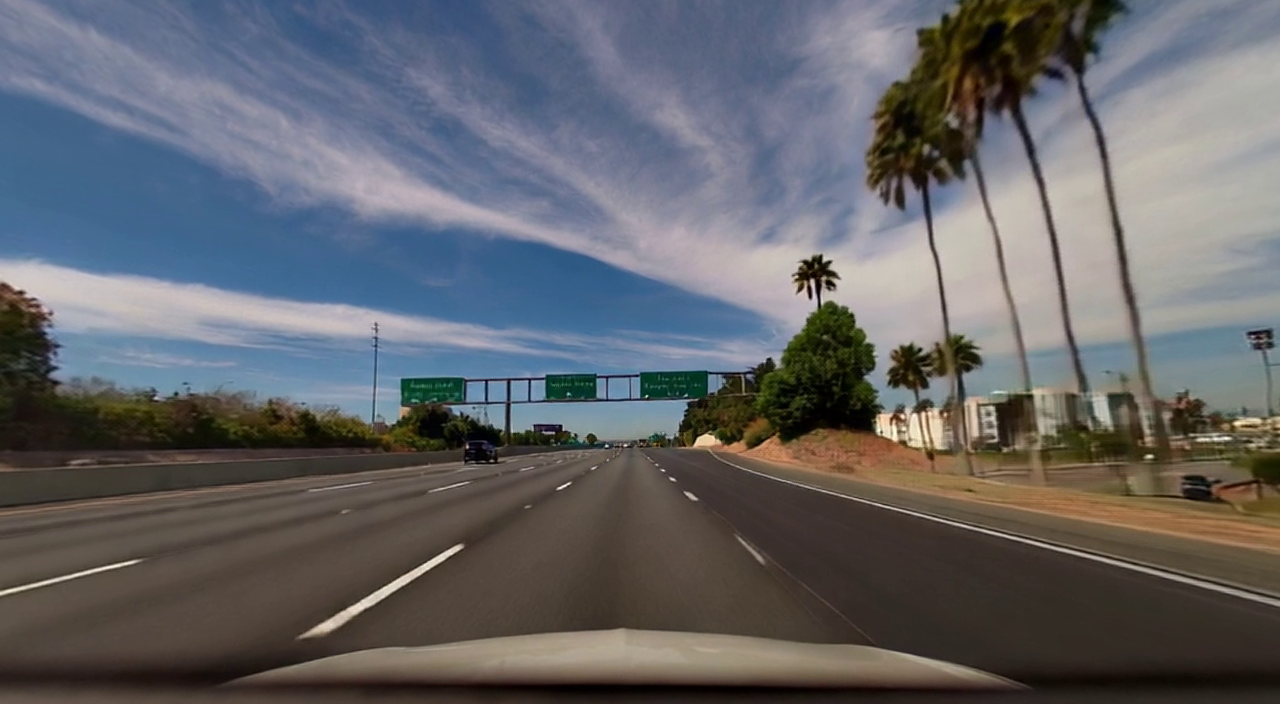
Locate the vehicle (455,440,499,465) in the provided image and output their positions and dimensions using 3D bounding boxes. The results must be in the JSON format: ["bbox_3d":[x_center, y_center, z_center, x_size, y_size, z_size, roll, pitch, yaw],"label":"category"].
[{"bbox_3d":[-11.923,7.382,46.625,2.016,1.754,4.543,0,-8,0],"label":"vehicle"}]
